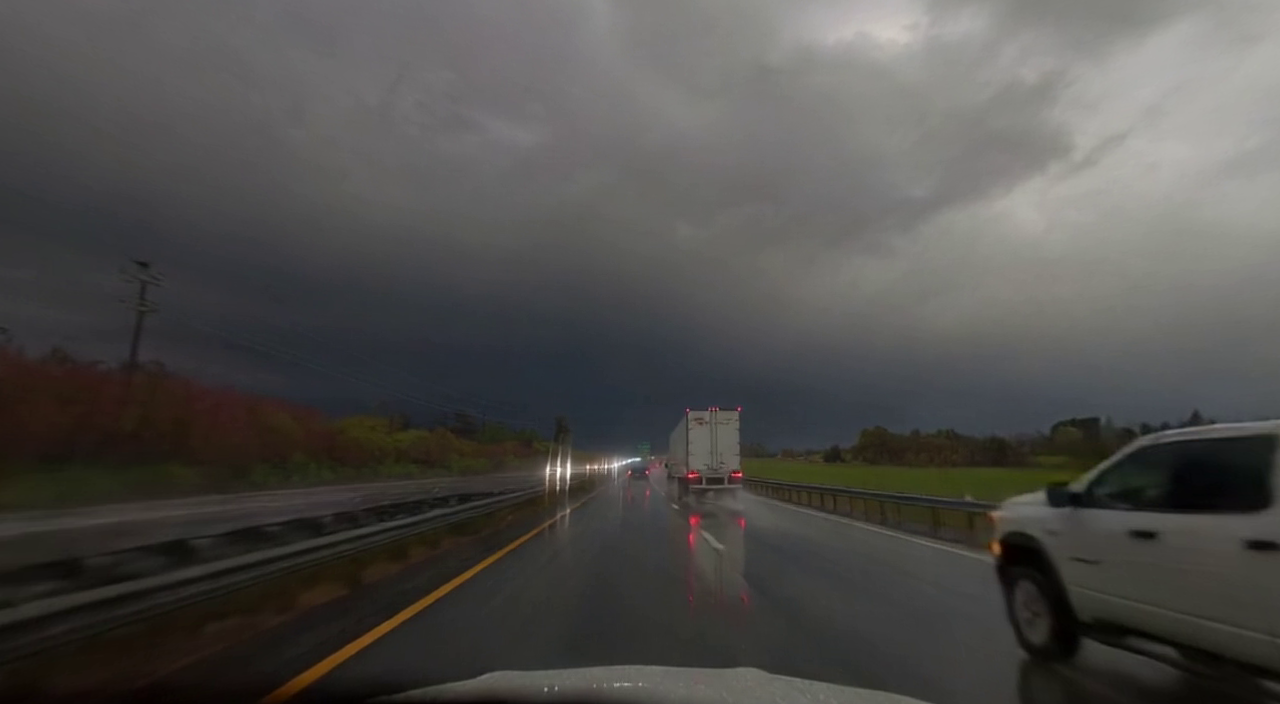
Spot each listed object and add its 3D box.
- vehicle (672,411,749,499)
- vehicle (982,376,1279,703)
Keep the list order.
[{"bbox_3d":[3.687,6.121,36.773,2.863,4.088,14.040,1,-10,0],"label":"vehicle"},{"bbox_3d":[3.447,0.873,1.959,2.124,1.662,4.641,1,-10,0],"label":"vehicle"}]
